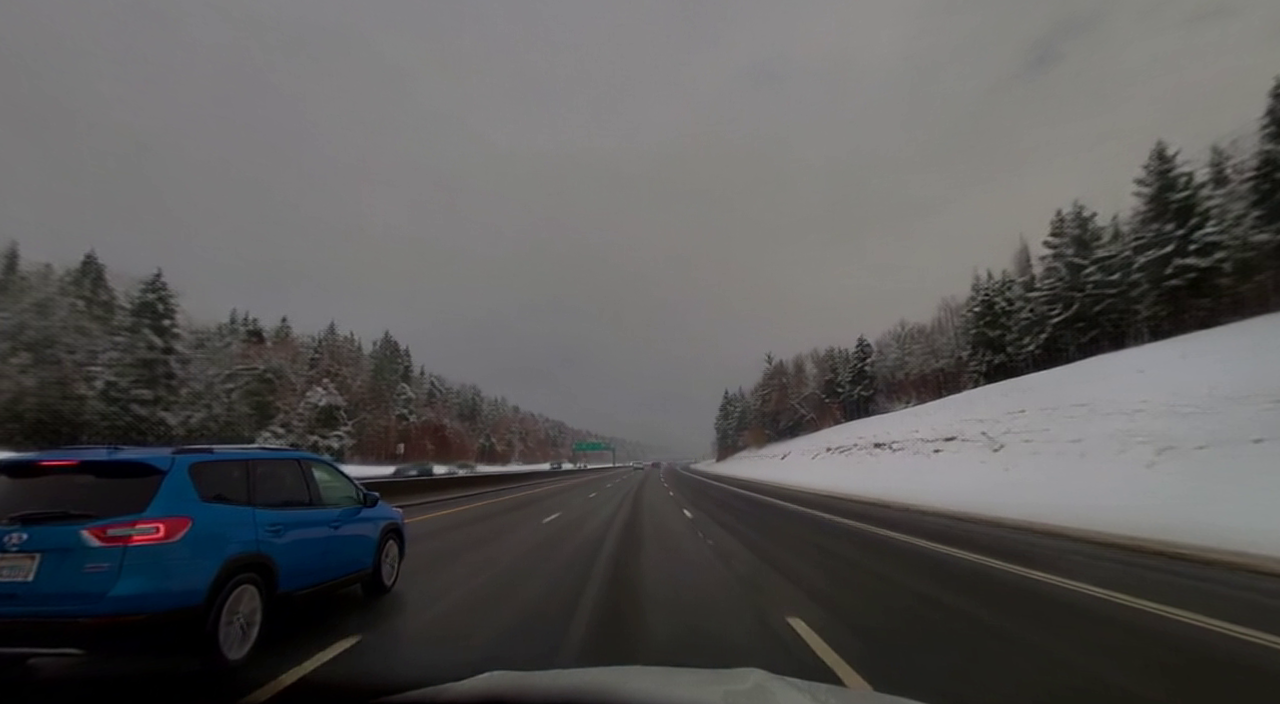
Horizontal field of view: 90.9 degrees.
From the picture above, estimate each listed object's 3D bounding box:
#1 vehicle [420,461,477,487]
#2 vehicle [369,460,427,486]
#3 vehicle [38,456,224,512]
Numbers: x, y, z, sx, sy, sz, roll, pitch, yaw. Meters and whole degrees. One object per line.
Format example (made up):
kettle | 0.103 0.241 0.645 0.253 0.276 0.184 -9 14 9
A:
vehicle | -11.600 7.460 38.554 1.995 1.470 4.593 1 -11 1
vehicle | -15.630 7.818 40.923 1.926 1.550 4.360 1 -11 1
vehicle | -15.463 4.037 19.560 1.923 1.469 4.556 1 -11 0
